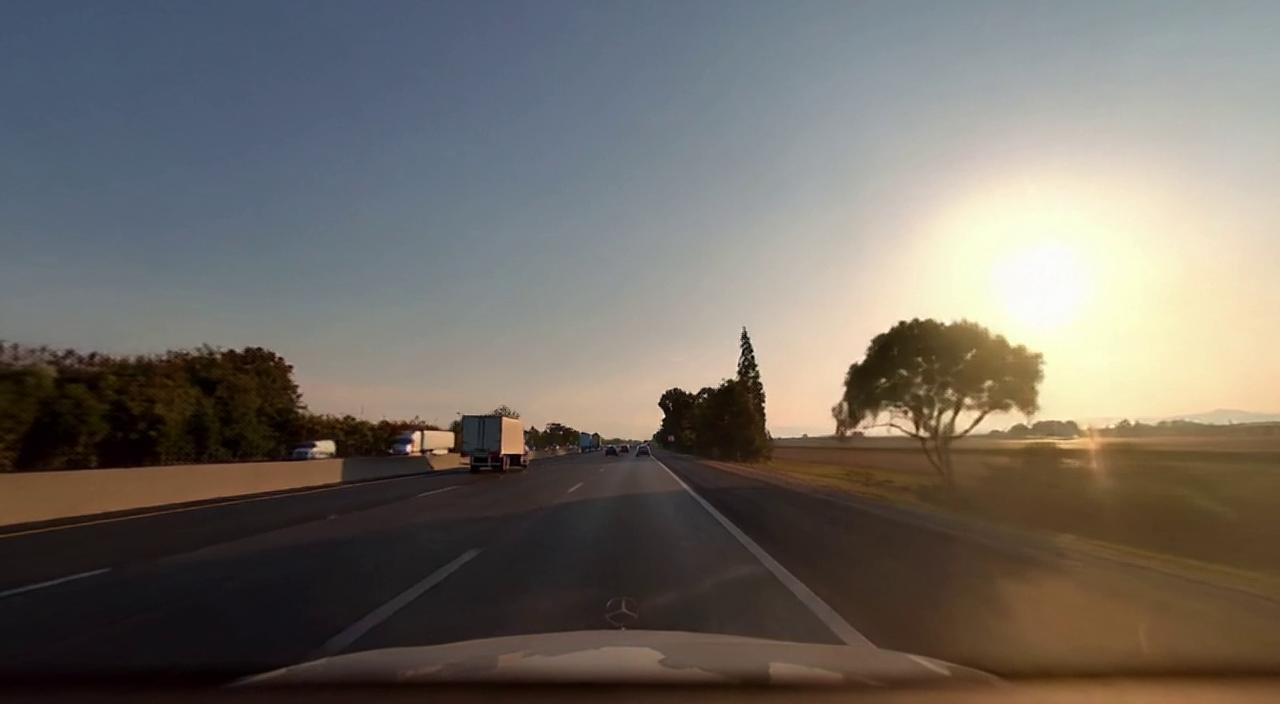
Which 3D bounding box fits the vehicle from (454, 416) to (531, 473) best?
[{"bbox_3d":[-7.487,4.829,32.764,2.444,2.685,5.893,0,-9,1],"label":"vehicle"}]
